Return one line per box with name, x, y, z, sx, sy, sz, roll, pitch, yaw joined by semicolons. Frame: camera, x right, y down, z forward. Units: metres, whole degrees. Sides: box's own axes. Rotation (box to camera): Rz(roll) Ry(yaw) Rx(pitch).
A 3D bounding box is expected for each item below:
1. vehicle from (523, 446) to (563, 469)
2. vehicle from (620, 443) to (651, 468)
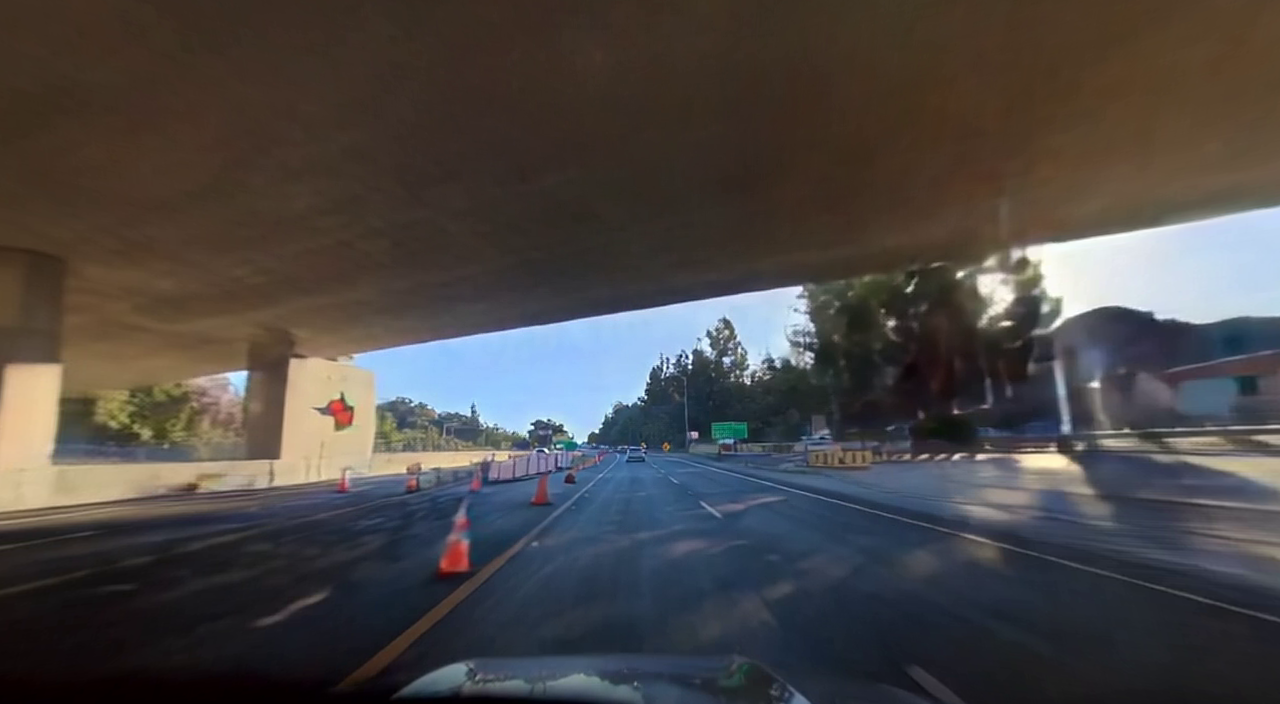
vehicle;-6.506;7.120;42.834;1.997;1.507;4.248;0;-9;0
vehicle;-0.323;7.264;44.440;2.109;1.638;3.856;0;-9;-1
